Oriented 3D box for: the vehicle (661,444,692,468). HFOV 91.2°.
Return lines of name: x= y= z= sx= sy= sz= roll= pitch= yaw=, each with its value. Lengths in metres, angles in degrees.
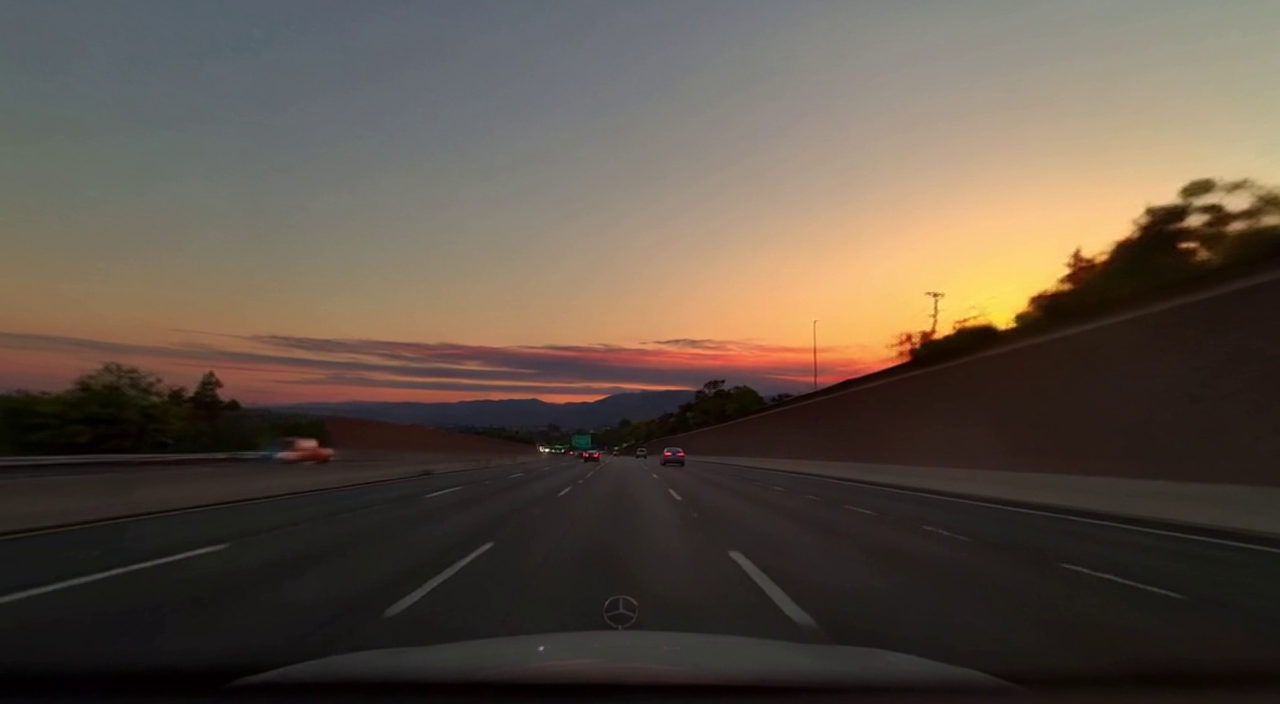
vehicle: x=2.464 y=7.187 z=43.377 sx=1.895 sy=1.555 sz=4.030 roll=0 pitch=-9 yaw=0
